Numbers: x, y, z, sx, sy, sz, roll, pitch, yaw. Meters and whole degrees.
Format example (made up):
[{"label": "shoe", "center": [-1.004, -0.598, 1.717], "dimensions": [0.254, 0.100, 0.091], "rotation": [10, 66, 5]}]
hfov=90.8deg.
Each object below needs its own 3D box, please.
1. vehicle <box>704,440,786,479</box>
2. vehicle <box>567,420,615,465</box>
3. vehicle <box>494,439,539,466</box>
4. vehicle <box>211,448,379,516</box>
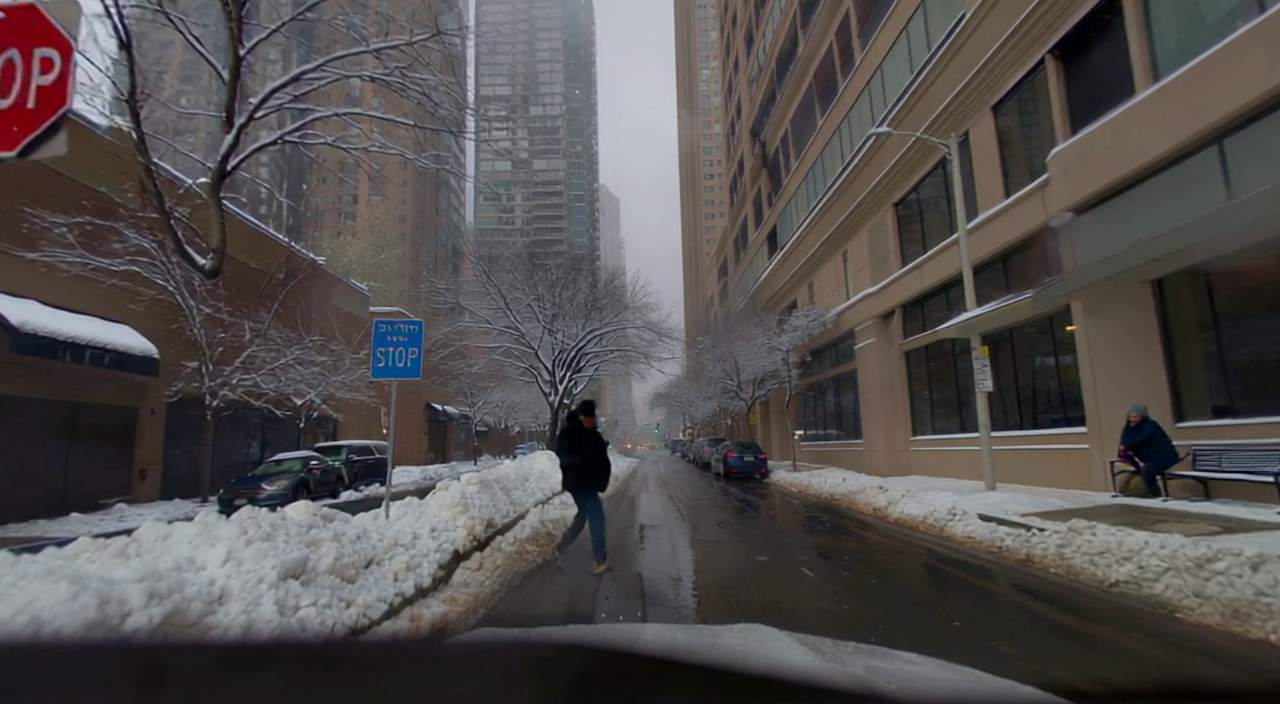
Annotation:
[{"label": "vehicle", "center": [4.586, 4.567, 27.108], "dimensions": [1.858, 1.491, 4.329], "rotation": [-5, -10, 33]}, {"label": "vehicle", "center": [-3.001, 5.769, 40.219], "dimensions": [2.317, 2.596, 6.053], "rotation": [0, -8, 3]}, {"label": "vehicle", "center": [-8.854, 7.260, 45.733], "dimensions": [2.256, 1.802, 4.333], "rotation": [0, -8, 2]}, {"label": "vehicle", "center": [-8.798, 3.307, 16.644], "dimensions": [2.007, 1.503, 4.343], "rotation": [0, -8, -1]}]
